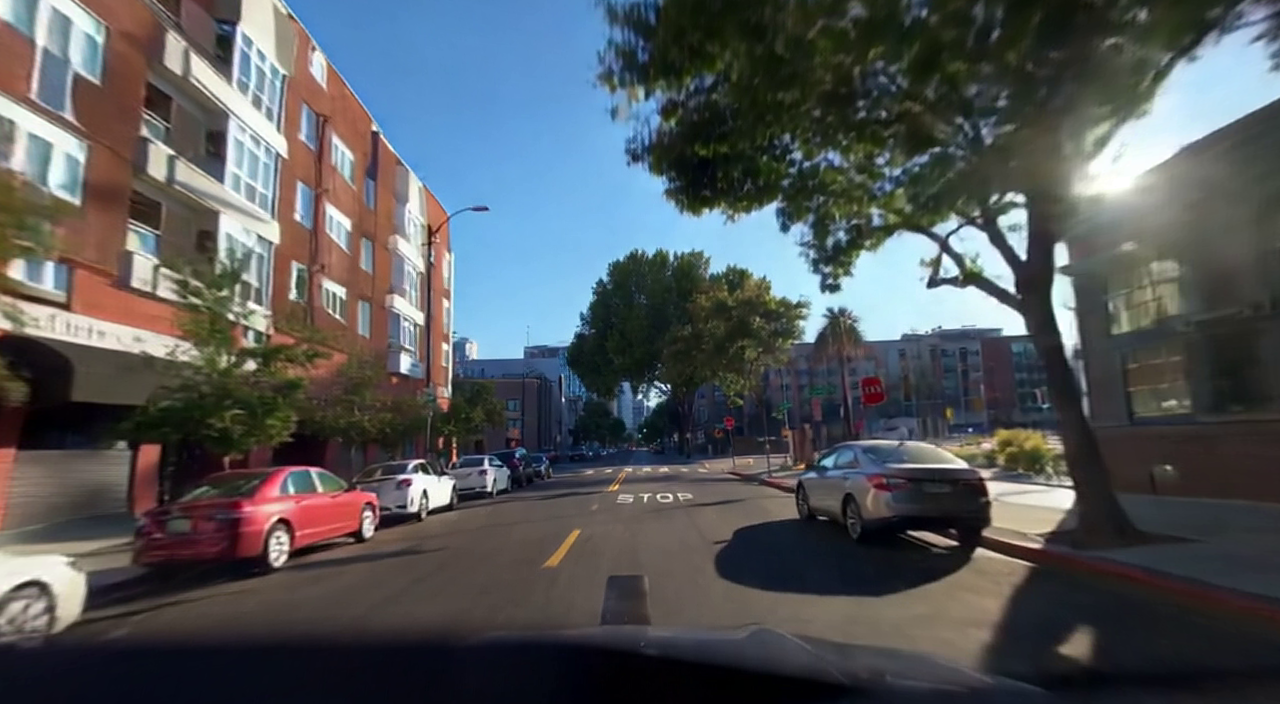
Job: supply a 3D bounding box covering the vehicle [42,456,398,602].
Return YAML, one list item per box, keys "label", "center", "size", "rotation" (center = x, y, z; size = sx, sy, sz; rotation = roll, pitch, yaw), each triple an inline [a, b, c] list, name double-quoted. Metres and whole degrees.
- label: "vehicle"
  center: [-5.475, 2.312, 9.318]
  size: [1.873, 1.448, 5.013]
  rotation: [0, -8, -1]

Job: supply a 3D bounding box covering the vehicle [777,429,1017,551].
- label: "vehicle"
  center: [3.827, 2.116, 10.383]
  size: [1.978, 1.554, 4.192]
  rotation: [0, -8, -3]

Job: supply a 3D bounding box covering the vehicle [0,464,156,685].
- label: "vehicle"
  center: [-5.403, 1.427, 3.481]
  size: [2.089, 1.463, 4.350]
  rotation: [0, -8, -2]

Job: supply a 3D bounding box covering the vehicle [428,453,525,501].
- label: "vehicle"
  center: [-5.469, 4.233, 21.769]
  size: [2.131, 1.407, 4.547]
  rotation: [0, -8, 0]
